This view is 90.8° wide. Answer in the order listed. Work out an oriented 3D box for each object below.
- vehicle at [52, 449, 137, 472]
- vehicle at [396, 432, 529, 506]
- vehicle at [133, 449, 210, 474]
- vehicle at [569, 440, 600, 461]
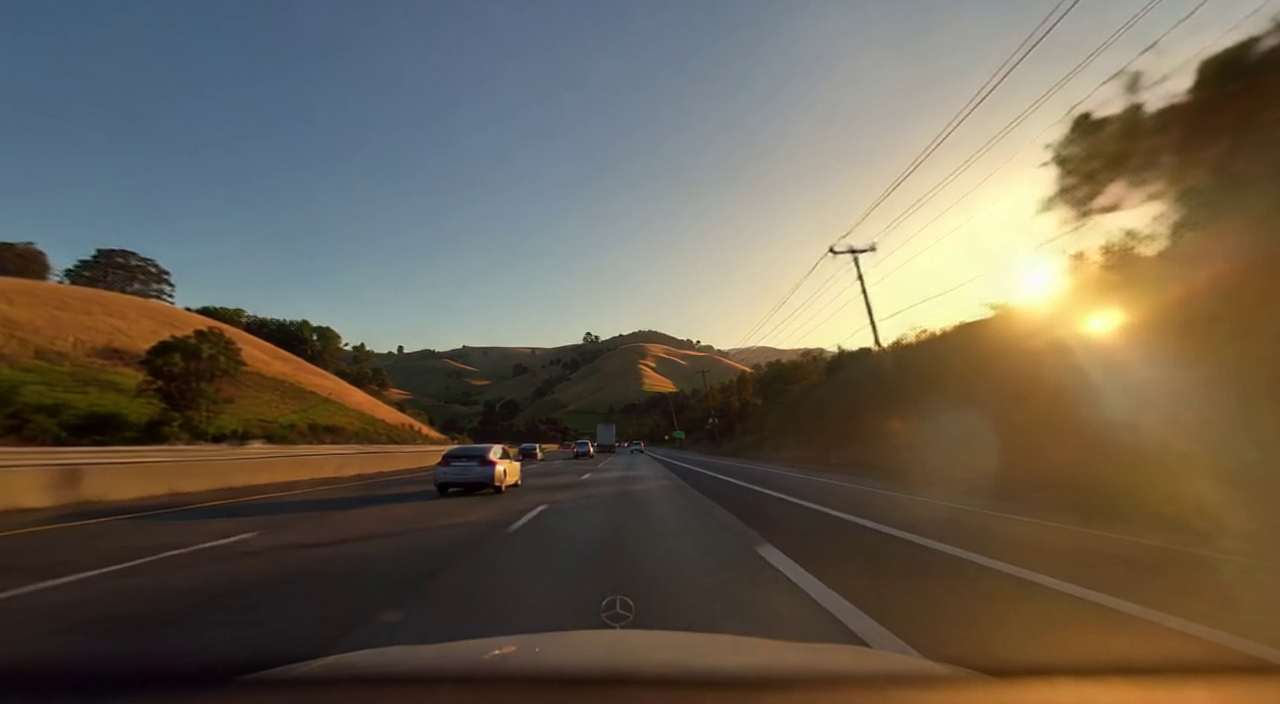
[{"bbox_3d":[-38.739,7.689,44.998,1.931,1.538,4.631,0,-9,-1],"label":"vehicle"},{"bbox_3d":[-4.128,2.797,15.545,1.963,1.533,4.477,0,-9,0],"label":"vehicle"},{"bbox_3d":[-29.974,7.005,40.565,1.916,1.471,3.905,0,-9,1],"label":"vehicle"},{"bbox_3d":[-4.164,7.500,48.044,2.038,1.533,4.103,0,-9,-1],"label":"vehicle"}]
